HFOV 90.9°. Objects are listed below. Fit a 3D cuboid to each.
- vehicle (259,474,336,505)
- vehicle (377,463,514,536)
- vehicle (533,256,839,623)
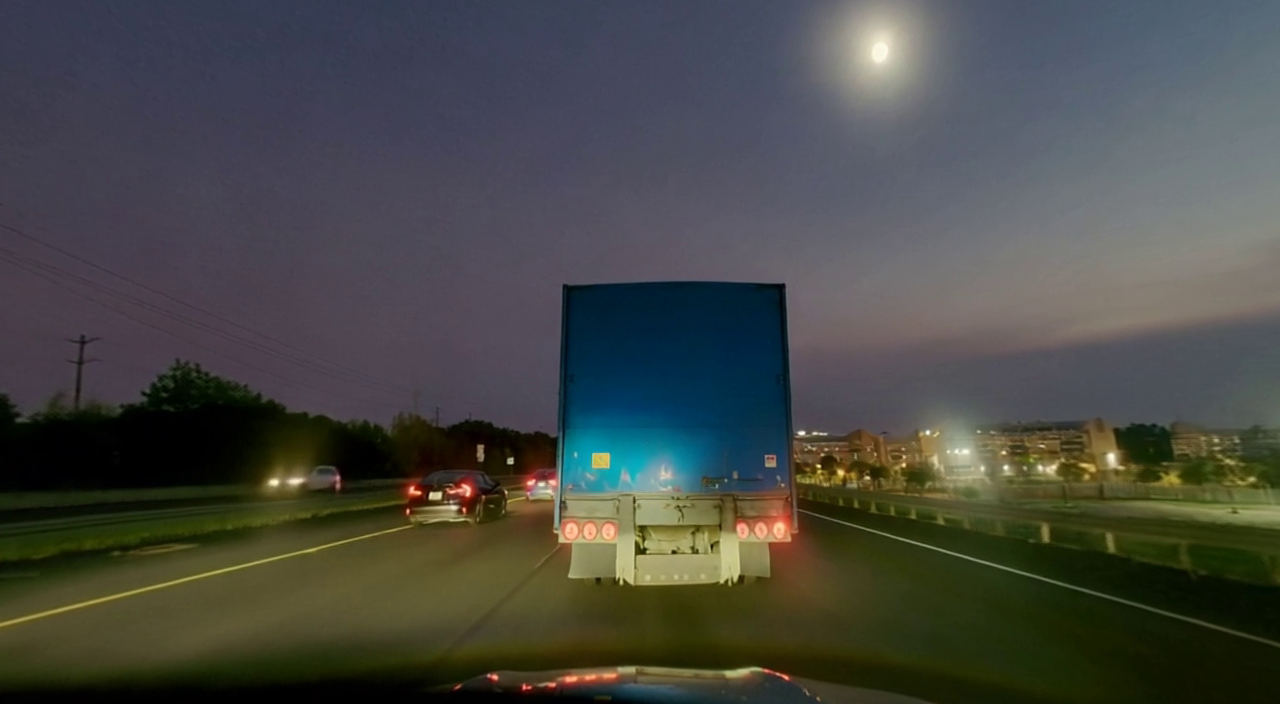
[{"bbox_3d":[-18.840,7.555,34.857,1.868,1.579,4.060,0,-11,2],"label":"vehicle"},{"bbox_3d":[-4.486,3.494,15.355,1.891,1.469,4.431,1,-11,0],"label":"vehicle"},{"bbox_3d":[0.599,1.545,10.429,2.831,3.529,8.689,0,-11,2],"label":"vehicle"}]
